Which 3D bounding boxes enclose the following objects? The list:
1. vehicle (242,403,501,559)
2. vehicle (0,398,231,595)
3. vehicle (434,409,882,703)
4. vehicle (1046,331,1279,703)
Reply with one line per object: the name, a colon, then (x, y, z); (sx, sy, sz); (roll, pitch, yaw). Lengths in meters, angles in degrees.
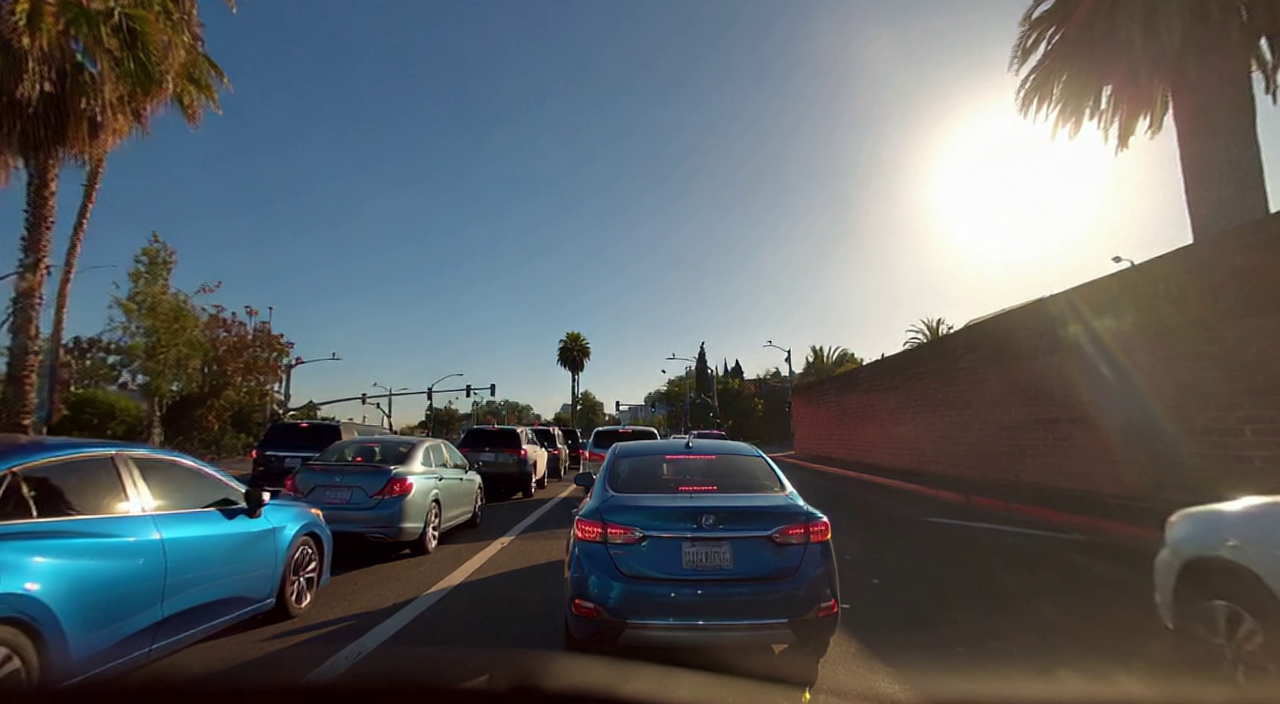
vehicle: (-3.514, 1.772, 9.274); (2.055, 1.746, 4.136); (0, -8, -2)
vehicle: (-6.669, 1.403, 6.386); (1.963, 1.721, 4.662); (0, -8, -2)
vehicle: (0.047, 1.332, 5.192); (2.128, 1.473, 4.272); (0, -8, -1)
vehicle: (3.172, 0.696, 1.502); (2.112, 1.717, 4.432); (-2, -9, 11)
